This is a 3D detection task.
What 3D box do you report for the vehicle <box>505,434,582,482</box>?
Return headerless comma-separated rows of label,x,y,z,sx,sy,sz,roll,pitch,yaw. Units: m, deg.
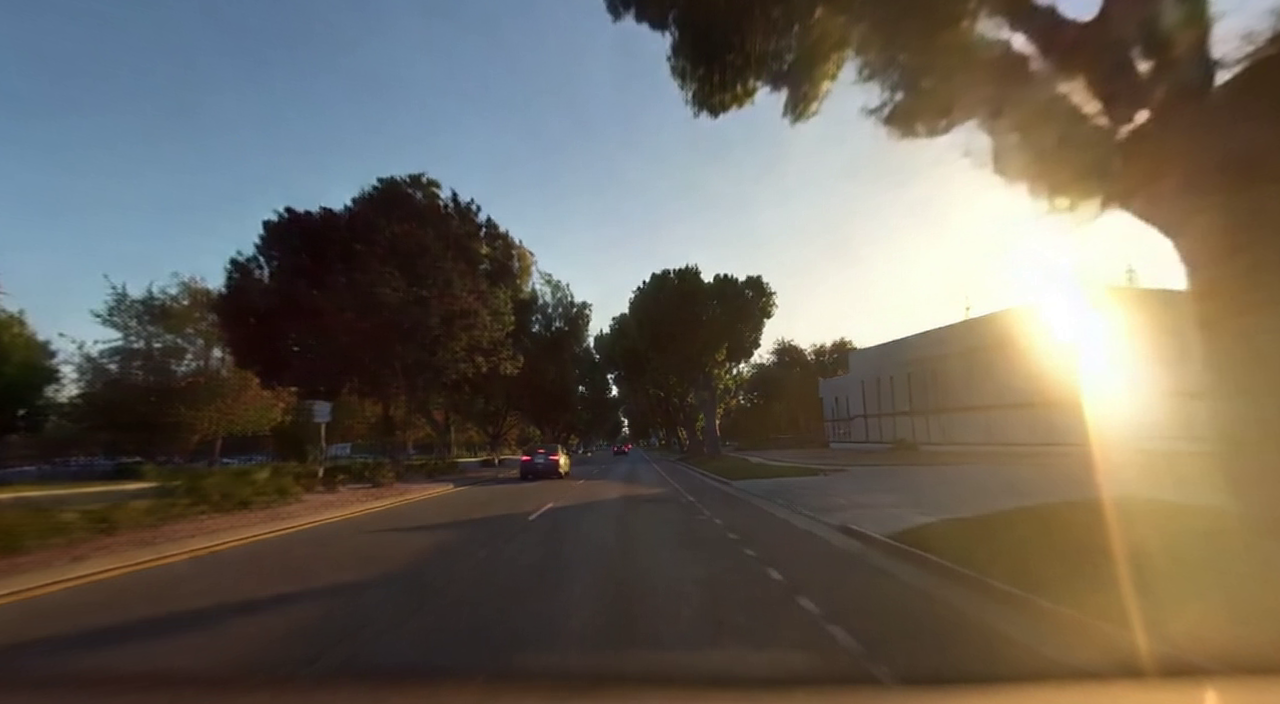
vehicle,-3.655,4.096,24.797,2.202,1.685,4.772,0,-8,1
